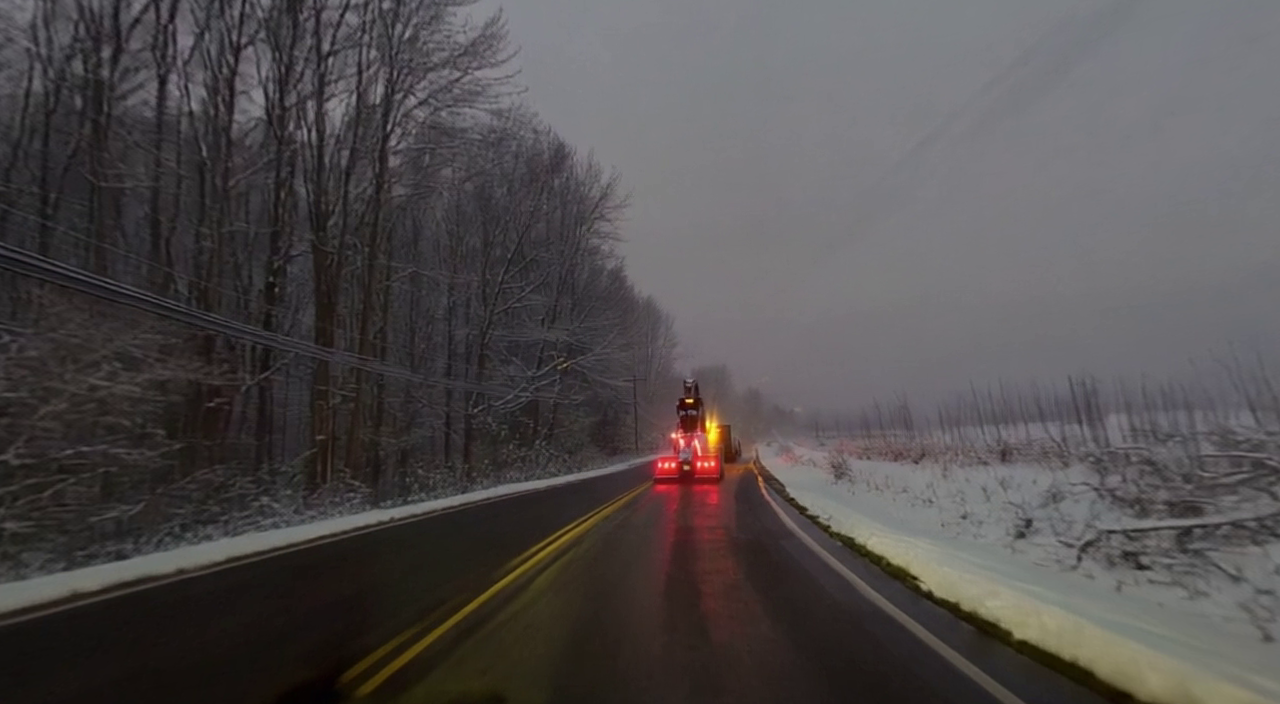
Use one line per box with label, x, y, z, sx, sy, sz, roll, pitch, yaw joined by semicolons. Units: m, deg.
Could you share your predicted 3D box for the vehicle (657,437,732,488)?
vehicle;1.896;3.586;20.758;2.196;1.465;4.294;-1;-9;8
